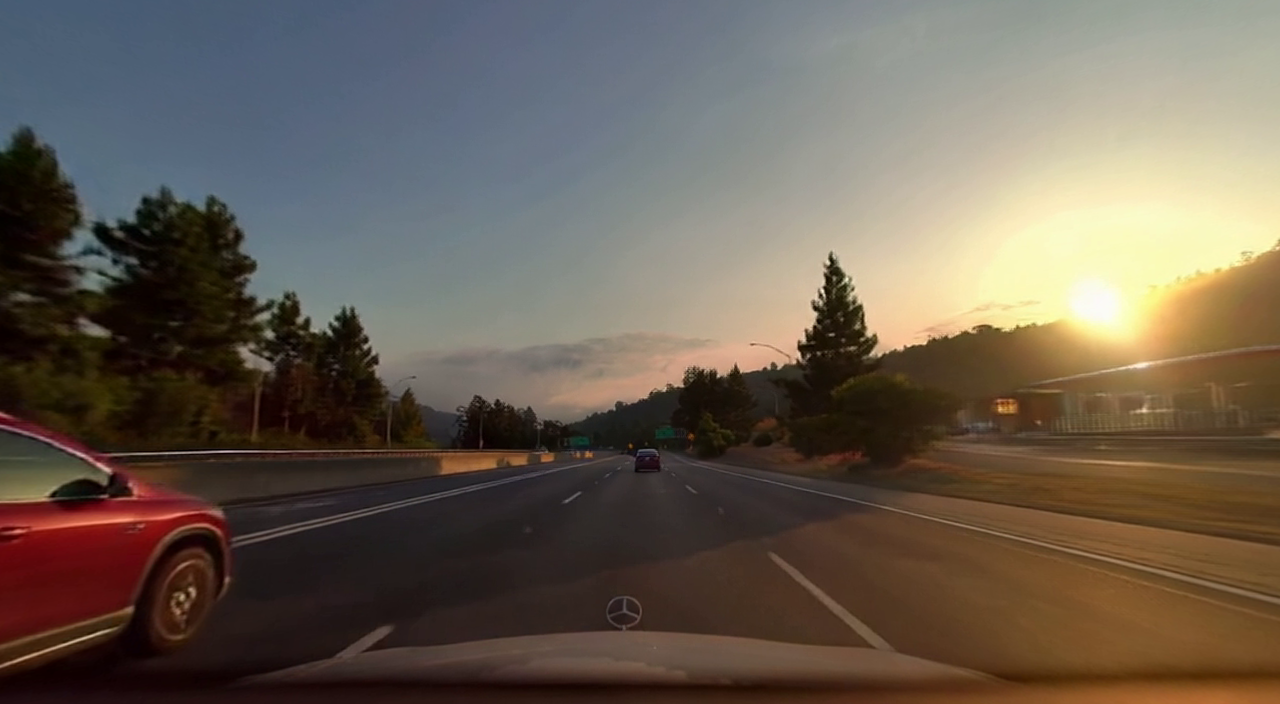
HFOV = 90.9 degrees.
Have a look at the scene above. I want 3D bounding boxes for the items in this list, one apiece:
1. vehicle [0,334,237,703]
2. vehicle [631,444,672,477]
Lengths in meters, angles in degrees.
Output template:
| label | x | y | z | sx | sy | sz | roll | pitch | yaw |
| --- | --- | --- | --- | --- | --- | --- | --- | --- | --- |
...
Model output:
| label | x | y | z | sx | sy | sz | roll | pitch | yaw |
| --- | --- | --- | --- | --- | --- | --- | --- | --- | --- |
| vehicle | -3.894 | 0.714 | 1.984 | 2.139 | 1.804 | 4.611 | 0 | -9 | 0 |
| vehicle | 0.612 | 6.032 | 35.173 | 2.087 | 1.682 | 4.388 | 0 | -9 | 0 |
